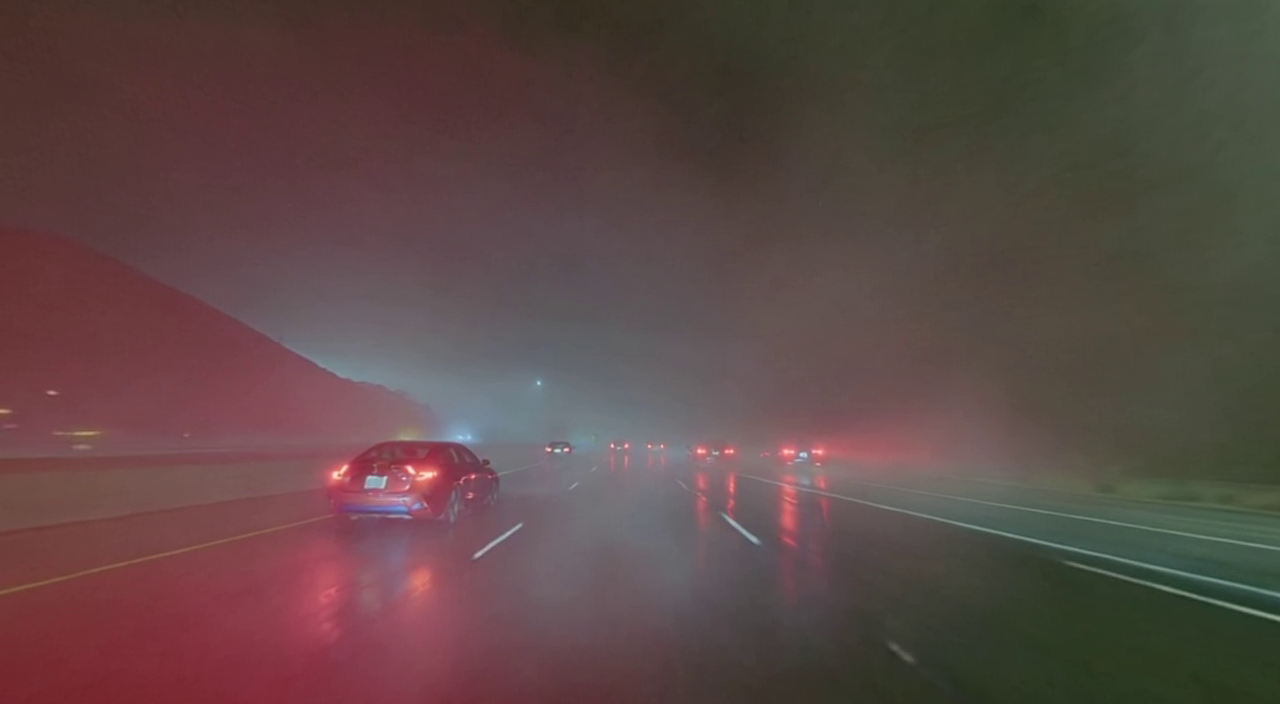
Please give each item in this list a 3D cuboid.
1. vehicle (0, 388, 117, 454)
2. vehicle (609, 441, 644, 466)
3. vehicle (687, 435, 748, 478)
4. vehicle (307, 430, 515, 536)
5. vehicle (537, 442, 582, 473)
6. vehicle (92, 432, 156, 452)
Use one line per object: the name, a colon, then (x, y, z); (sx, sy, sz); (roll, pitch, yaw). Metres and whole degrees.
vehicle: (-43.441, 5.075, 45.139); (3.012, 4.259, 10.778); (1, -8, -3)
vehicle: (-0.846, 6.645, 41.420); (2.147, 1.572, 4.094); (0, -9, 0)
vehicle: (3.505, 4.820, 29.337); (2.222, 1.820, 4.733); (0, -9, 0)
vehicle: (-3.714, 2.200, 11.206); (1.993, 1.500, 4.248); (0, -9, 2)
vehicle: (-4.072, 5.374, 32.355); (1.796, 1.464, 3.839); (0, -9, 0)
vehicle: (-39.819, 6.958, 48.717); (1.678, 1.455, 3.870); (1, -9, -1)
